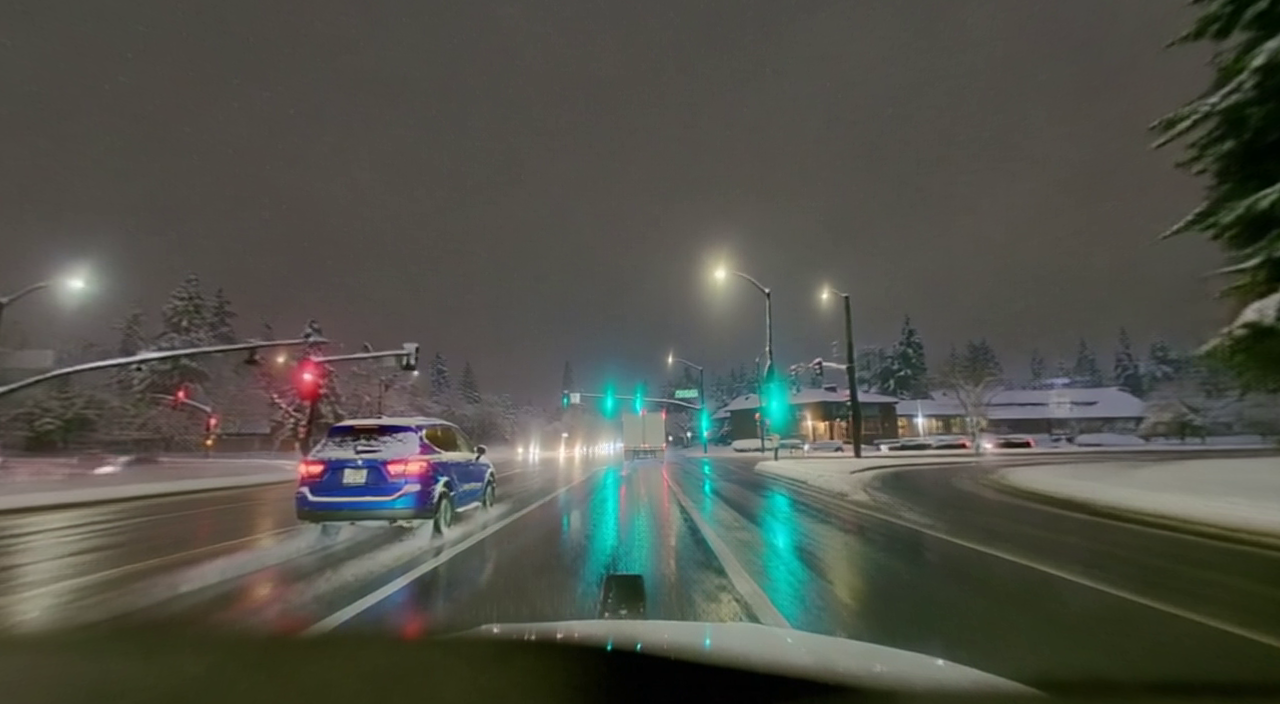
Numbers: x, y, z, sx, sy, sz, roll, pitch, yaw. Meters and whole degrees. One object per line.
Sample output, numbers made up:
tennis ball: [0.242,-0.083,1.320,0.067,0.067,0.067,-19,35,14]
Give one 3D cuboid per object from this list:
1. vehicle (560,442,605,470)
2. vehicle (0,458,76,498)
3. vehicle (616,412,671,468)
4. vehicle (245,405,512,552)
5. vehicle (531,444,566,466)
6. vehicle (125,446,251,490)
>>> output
vehicle: [-3.154,5.832,35.422,2.023,1.483,4.143,0,-9,2]
vehicle: [-28.863,5.705,28.558,2.028,1.652,4.607,0,-9,1]
vehicle: [0.256,5.289,37.570,2.993,3.051,6.692,0,-9,1]
vehicle: [-3.791,1.956,10.408,2.178,1.826,4.933,0,-9,2]
vehicle: [-6.660,7.537,46.144,1.933,1.477,4.119,0,-9,1]
vehicle: [-18.317,4.686,25.738,1.963,1.643,4.221,0,-9,1]
